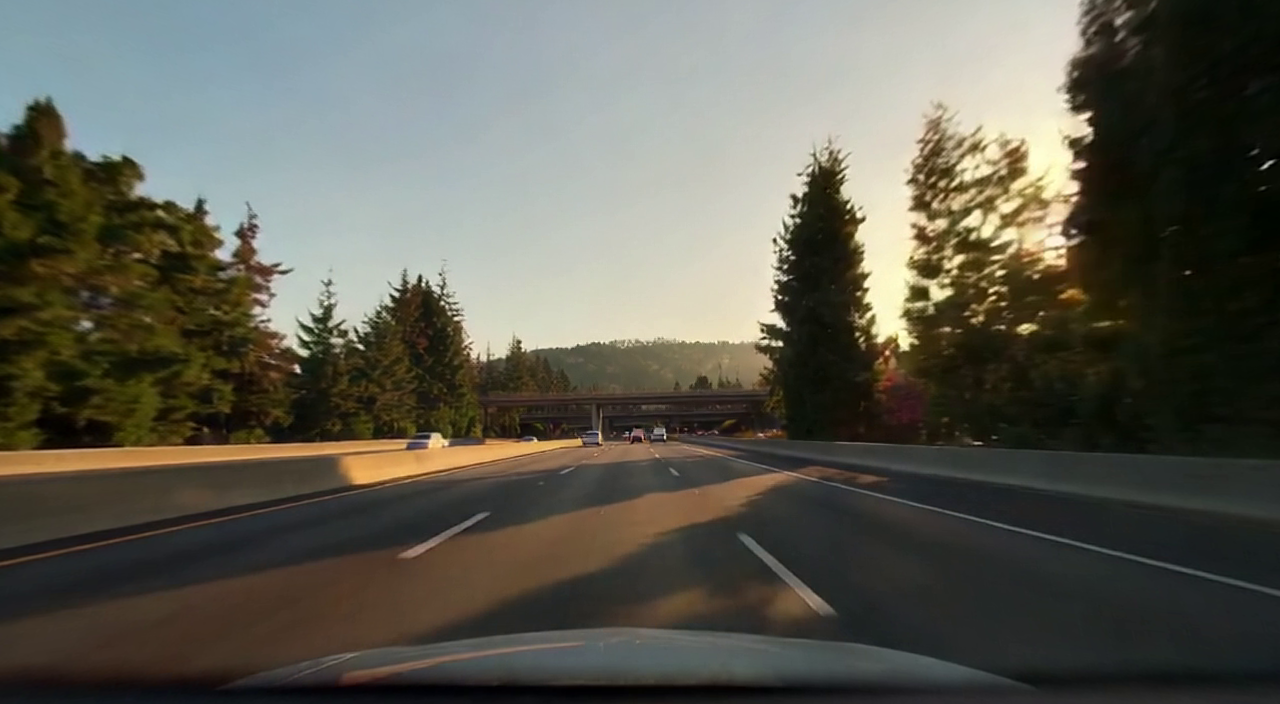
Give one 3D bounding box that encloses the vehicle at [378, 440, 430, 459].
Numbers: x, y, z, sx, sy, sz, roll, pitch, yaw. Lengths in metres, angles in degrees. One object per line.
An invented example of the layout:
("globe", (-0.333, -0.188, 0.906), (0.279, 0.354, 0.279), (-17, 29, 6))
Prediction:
("vehicle", (-17.169, 7.094, 45.999), (2.058, 1.339, 4.443), (0, -8, 0))
